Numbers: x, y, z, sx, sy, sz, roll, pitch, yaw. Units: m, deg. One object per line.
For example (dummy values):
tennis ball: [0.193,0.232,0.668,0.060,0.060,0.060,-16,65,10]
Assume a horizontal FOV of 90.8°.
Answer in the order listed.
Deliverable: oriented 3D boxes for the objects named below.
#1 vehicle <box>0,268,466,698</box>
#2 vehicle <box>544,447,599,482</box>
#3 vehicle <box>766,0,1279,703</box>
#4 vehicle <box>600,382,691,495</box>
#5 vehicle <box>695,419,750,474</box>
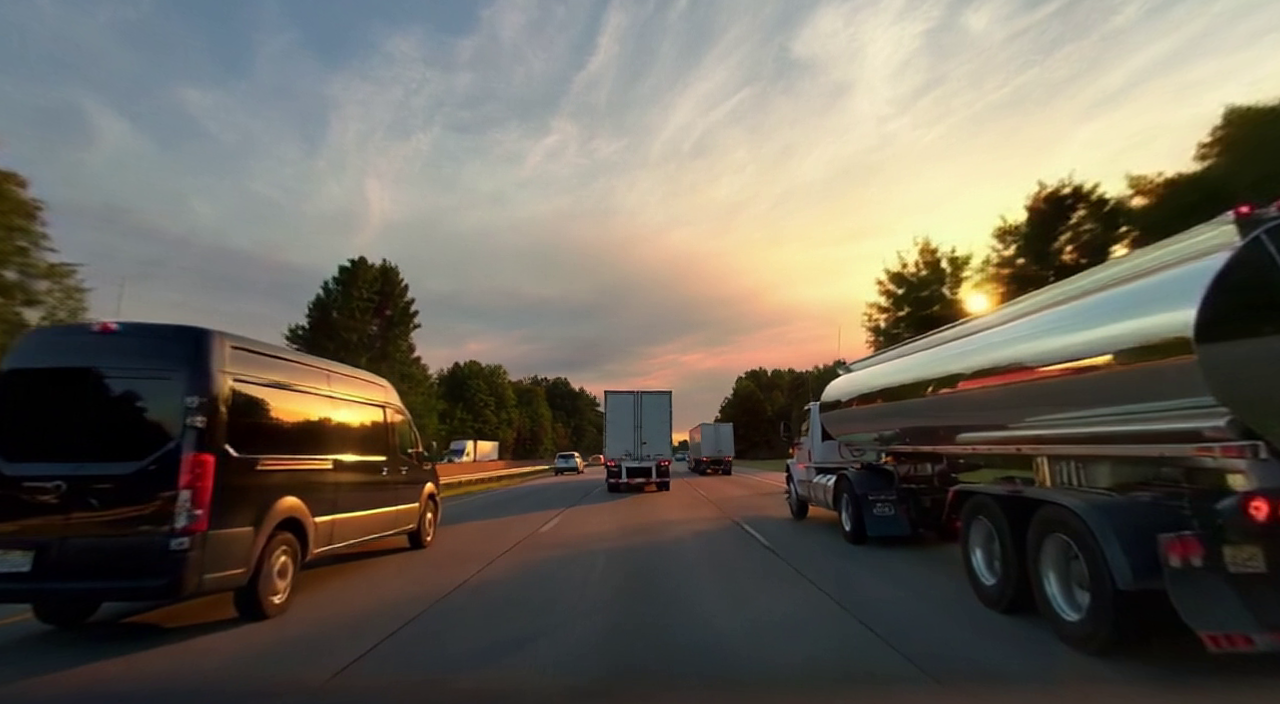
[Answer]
vehicle: [-4.146,1.219,6.960,2.525,2.572,6.260,0,-9,1]
vehicle: [-3.441,5.767,32.572,2.134,1.652,4.439,0,-9,2]
vehicle: [4.432,0.501,8.343,3.139,4.152,11.915,0,-9,0]
vehicle: [0.136,3.382,24.040,2.773,3.455,9.118,0,-9,0]
vehicle: [5.739,6.897,45.870,2.706,3.500,11.483,0,-9,1]
